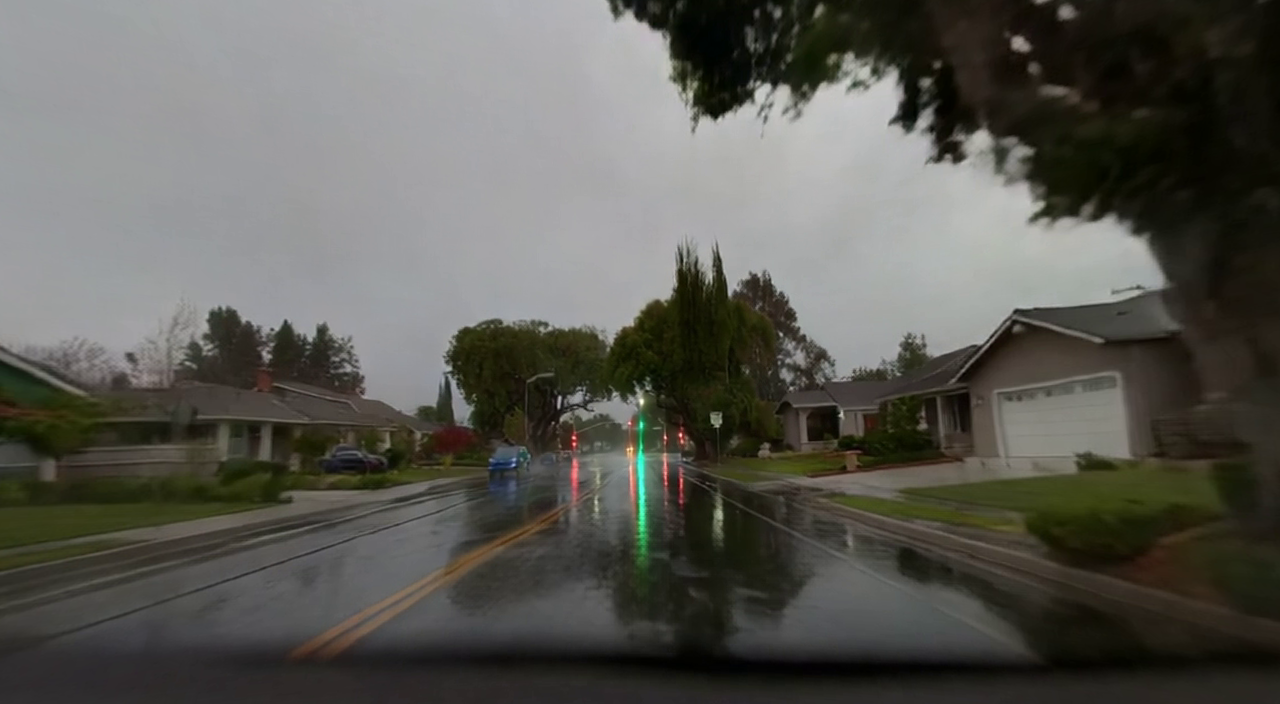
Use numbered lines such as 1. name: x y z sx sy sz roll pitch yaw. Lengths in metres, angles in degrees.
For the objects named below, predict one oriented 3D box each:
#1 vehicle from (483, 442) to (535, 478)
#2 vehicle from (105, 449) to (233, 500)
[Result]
1. vehicle: -7.544 6.244 36.714 2.209 1.807 4.432 -3 -9 -2
2. vehicle: -19.079 4.944 25.892 1.961 1.772 4.253 -3 -9 0
